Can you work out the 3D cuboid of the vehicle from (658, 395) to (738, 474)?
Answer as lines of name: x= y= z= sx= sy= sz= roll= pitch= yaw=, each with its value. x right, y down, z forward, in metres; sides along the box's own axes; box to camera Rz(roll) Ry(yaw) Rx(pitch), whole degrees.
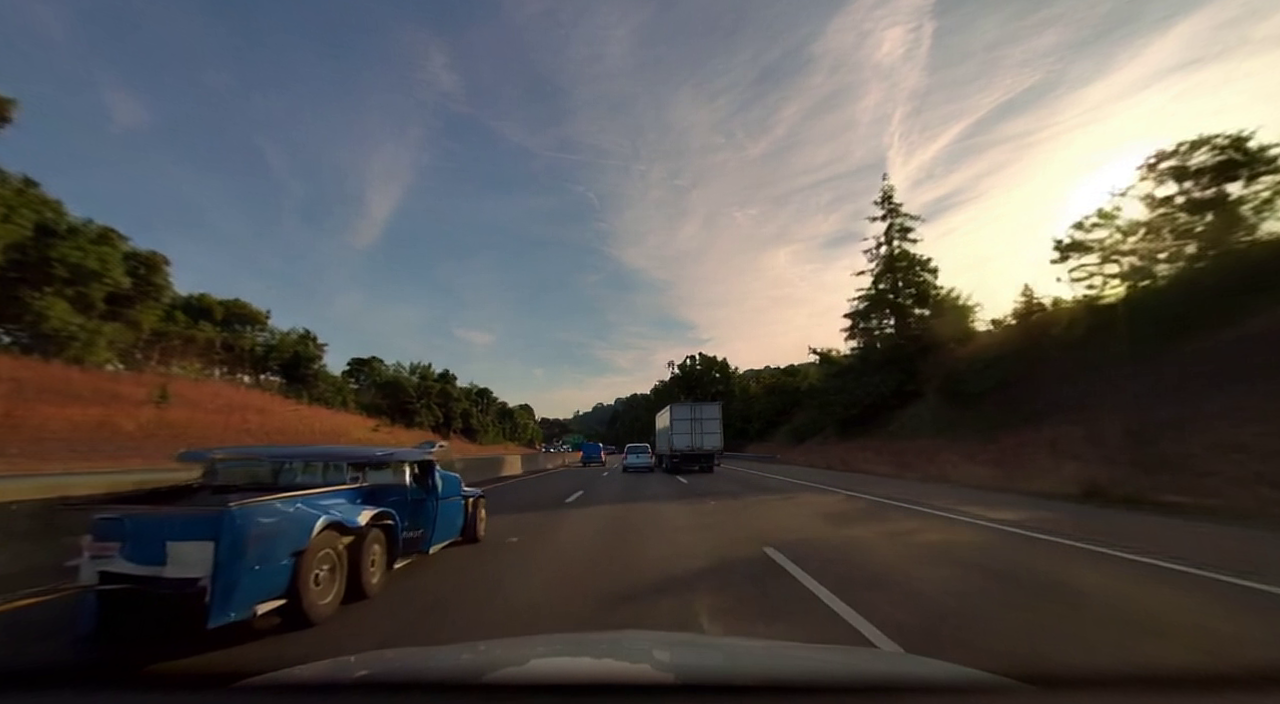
vehicle: x=3.233 y=5.518 z=40.848 sx=3.468 sy=4.030 sz=16.902 roll=0 pitch=-9 yaw=0

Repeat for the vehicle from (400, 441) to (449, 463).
vehicle: x=-15.457 y=7.214 z=45.526 sx=1.930 sy=1.488 sz=4.446 roll=0 pitch=-9 yaw=0

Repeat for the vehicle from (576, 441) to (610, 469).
vehicle: x=-3.599 y=7.993 z=49.044 sx=2.167 sy=1.991 sz=5.062 roll=0 pitch=-9 yaw=1

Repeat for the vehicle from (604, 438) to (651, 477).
vehicle: x=-0.598 y=5.348 z=32.141 sx=2.209 sy=1.825 sz=4.036 roll=0 pitch=-9 yaw=0
